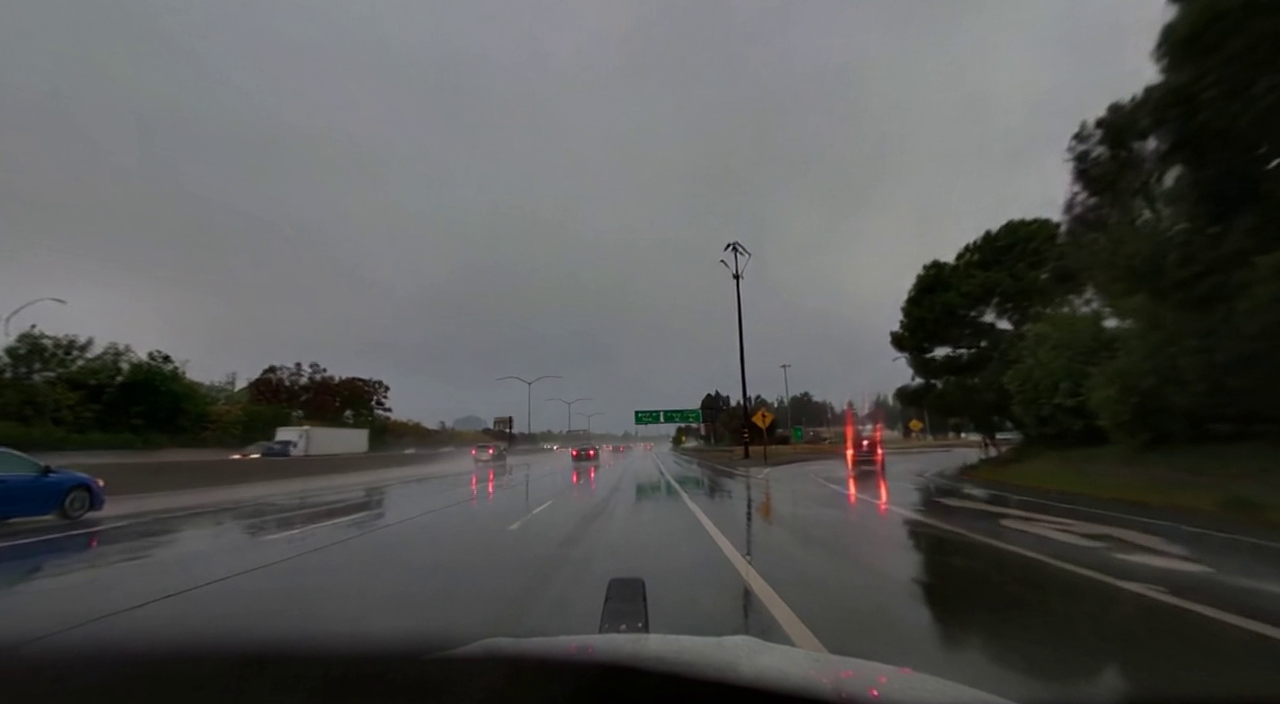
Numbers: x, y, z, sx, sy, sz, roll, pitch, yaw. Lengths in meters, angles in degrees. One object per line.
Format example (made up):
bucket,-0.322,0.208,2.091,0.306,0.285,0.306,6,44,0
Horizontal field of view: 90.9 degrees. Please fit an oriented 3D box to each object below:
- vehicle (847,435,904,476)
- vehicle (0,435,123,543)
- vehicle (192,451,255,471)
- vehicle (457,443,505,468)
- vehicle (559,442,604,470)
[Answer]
vehicle,11.427,5.040,30.915,2.127,1.815,4.777,-2,-9,15
vehicle,-10.190,1.905,8.663,2.002,1.526,4.822,0,-8,1
vehicle,-32.729,8.563,49.730,1.817,1.468,4.614,0,-8,-1
vehicle,-10.001,6.525,40.017,1.930,1.490,3.955,0,-8,1
vehicle,-3.277,5.901,36.170,2.050,1.479,4.342,0,-8,1
